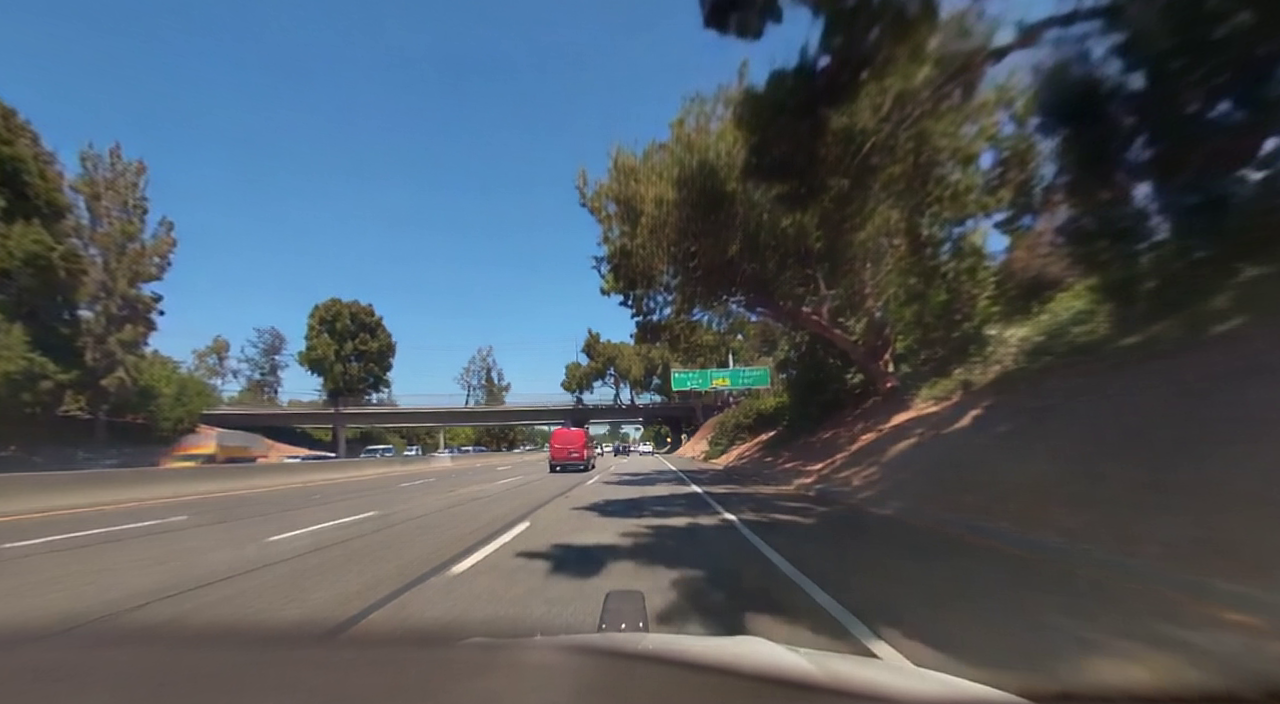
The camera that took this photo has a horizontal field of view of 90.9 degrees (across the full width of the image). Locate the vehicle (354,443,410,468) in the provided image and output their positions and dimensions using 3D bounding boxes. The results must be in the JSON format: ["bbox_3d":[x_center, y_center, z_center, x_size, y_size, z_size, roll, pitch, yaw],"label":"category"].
[{"bbox_3d":[-19.728,7.956,48.496,2.156,1.806,4.697,-1,-9,3],"label":"vehicle"}]
